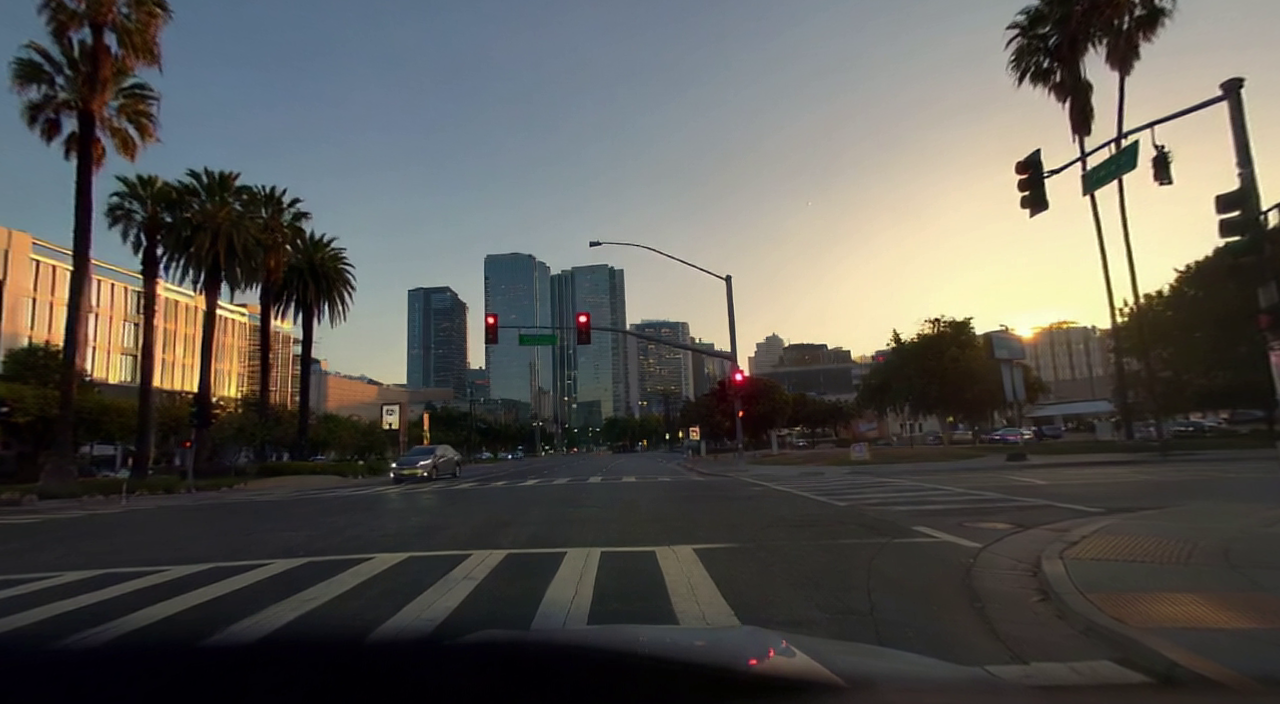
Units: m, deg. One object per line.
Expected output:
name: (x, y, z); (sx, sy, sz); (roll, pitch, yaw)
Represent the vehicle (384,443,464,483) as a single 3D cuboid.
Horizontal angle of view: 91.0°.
vehicle: (-10.748, 5.533, 31.774); (2.270, 1.833, 4.860); (0, -9, 1)
